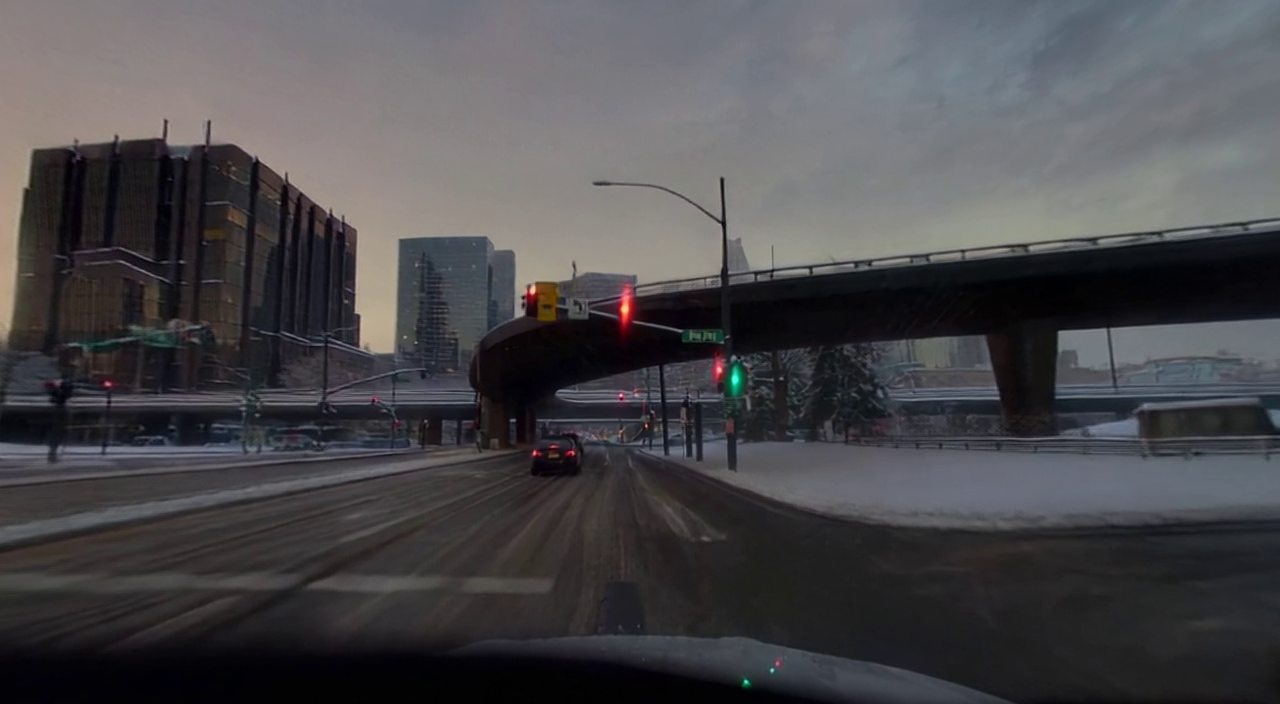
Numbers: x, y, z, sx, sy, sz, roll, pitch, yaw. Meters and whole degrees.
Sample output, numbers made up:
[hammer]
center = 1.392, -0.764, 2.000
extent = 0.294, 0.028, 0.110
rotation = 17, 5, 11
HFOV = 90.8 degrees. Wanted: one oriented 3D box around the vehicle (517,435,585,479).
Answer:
[vehicle]
center = -3.207, 3.914, 23.702
extent = 2.154, 1.465, 4.532
rotation = 1, -9, -3
